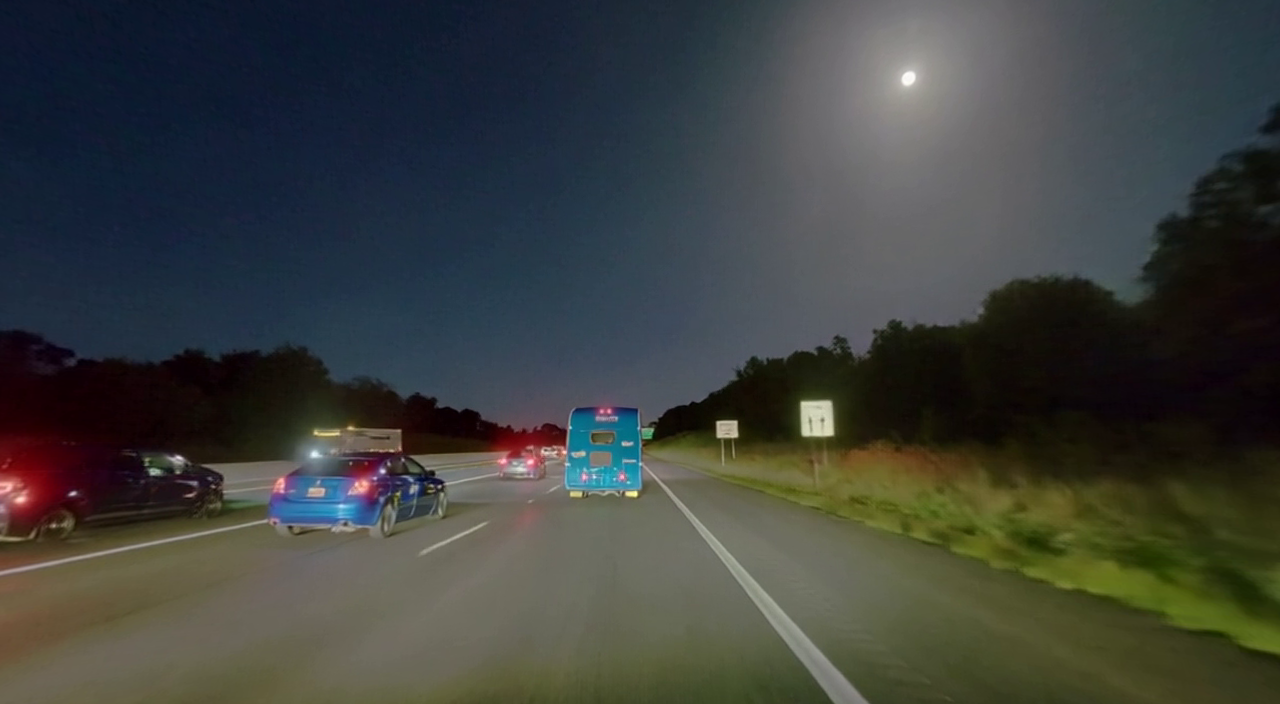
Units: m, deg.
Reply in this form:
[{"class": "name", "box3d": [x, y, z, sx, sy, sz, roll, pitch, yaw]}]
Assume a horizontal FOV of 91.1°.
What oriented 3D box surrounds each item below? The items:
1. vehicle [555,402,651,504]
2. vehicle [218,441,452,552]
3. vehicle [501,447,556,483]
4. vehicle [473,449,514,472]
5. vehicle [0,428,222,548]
[{"class": "vehicle", "box3d": [-0.970, 2.946, 18.520, 2.394, 2.556, 5.232, 0, -9, -1]}, {"class": "vehicle", "box3d": [-4.650, 2.235, 10.408, 1.876, 1.438, 4.072, 0, -9, -1]}, {"class": "vehicle", "box3d": [-4.975, 5.093, 28.572, 1.872, 1.480, 3.545, 0, -9, -1]}, {"class": "vehicle", "box3d": [-10.071, 7.476, 43.580, 1.886, 1.462, 4.084, 0, -9, -1]}, {"class": "vehicle", "box3d": [-9.599, 2.185, 10.711, 2.010, 1.621, 4.252, 0, -9, 0]}]
